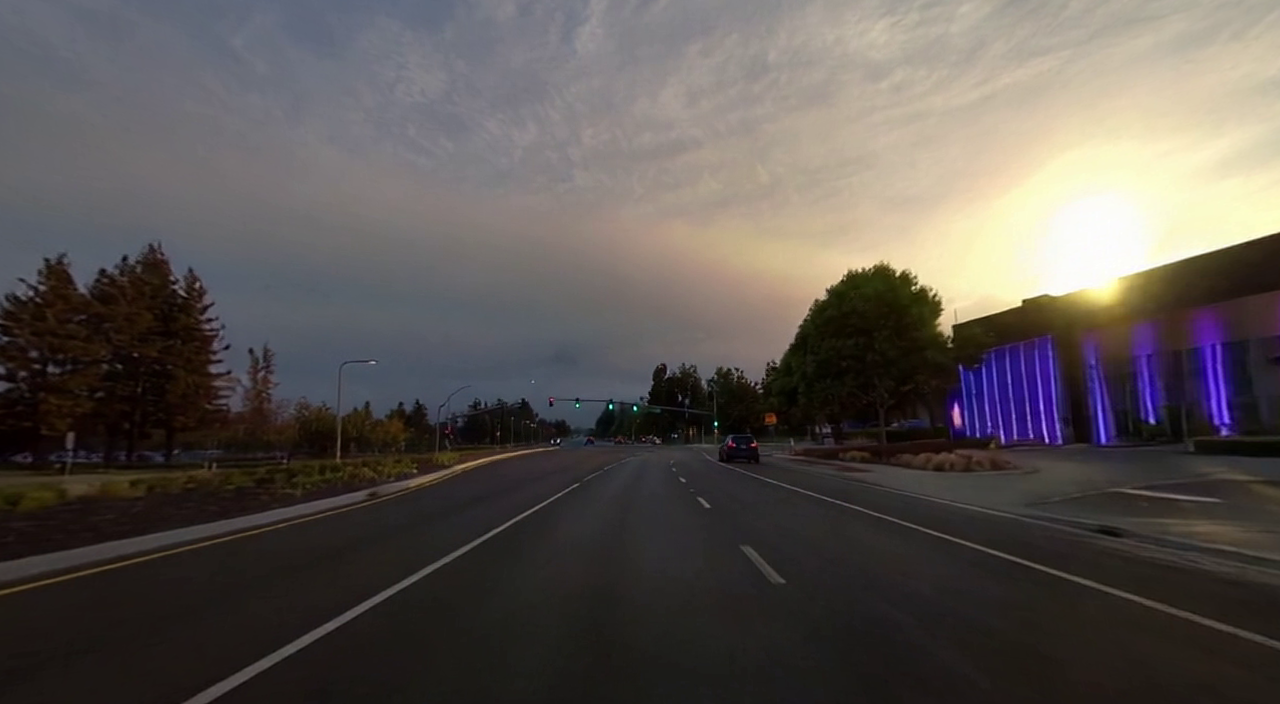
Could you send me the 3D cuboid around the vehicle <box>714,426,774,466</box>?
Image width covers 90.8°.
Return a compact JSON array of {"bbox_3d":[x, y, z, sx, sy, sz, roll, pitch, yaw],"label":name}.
[{"bbox_3d":[5.748,5.305,35.726,2.476,2.016,5.586,0,-8,1],"label":"vehicle"}]
